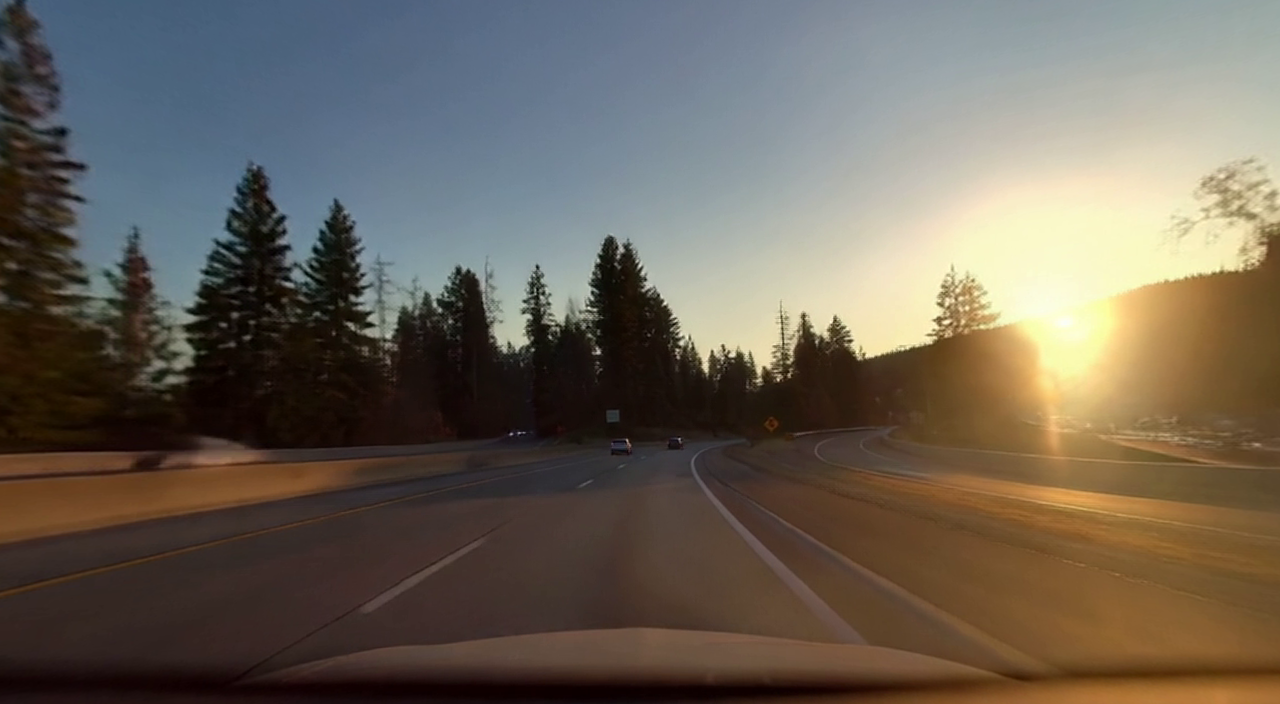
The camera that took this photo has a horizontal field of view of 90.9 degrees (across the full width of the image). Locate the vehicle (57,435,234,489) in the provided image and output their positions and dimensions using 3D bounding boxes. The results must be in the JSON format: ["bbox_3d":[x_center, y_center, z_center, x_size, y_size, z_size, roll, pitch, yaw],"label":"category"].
[{"bbox_3d":[-16.111,3.592,20.939,2.036,1.554,4.510,-1,-8,3],"label":"vehicle"}]

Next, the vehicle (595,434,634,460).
[{"bbox_3d":[-1.719,6.678,44.395,2.129,1.742,4.217,-1,-8,6],"label":"vehicle"}]
